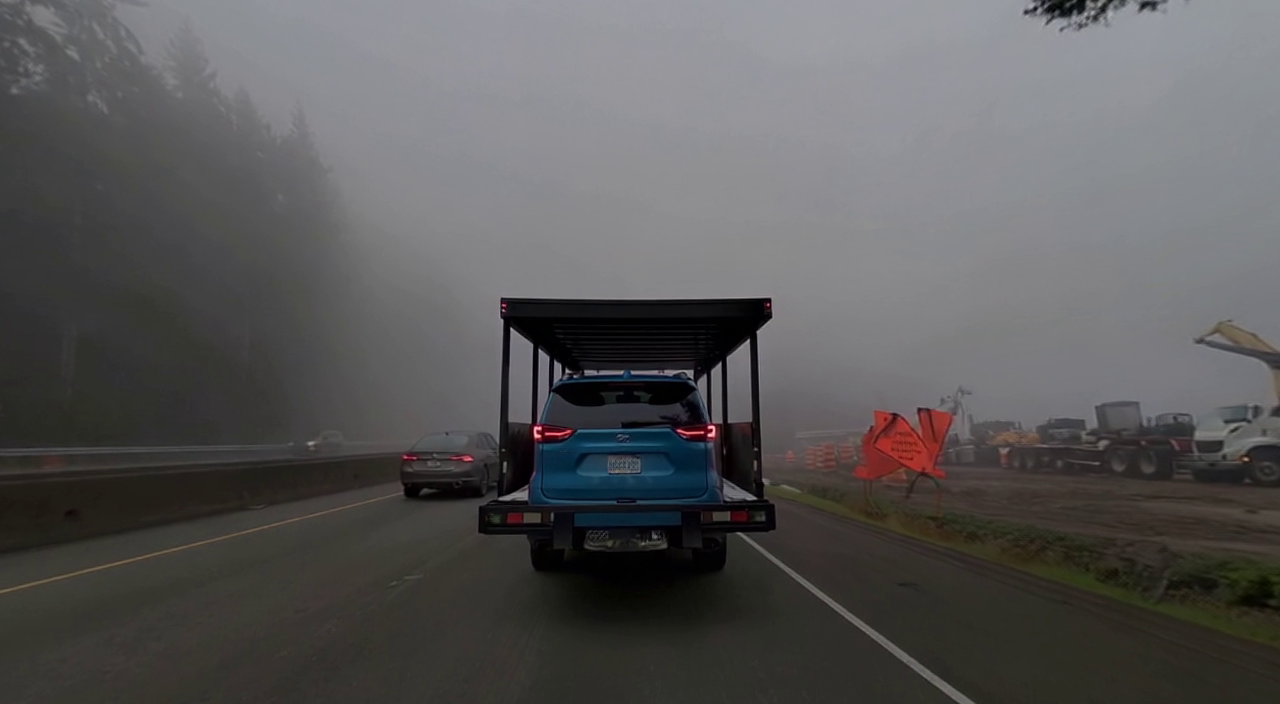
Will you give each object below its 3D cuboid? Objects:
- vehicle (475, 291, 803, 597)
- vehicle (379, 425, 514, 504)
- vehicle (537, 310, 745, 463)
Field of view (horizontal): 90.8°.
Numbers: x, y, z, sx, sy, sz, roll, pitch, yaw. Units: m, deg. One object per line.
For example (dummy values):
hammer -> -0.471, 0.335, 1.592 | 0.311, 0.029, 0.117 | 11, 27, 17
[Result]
vehicle -> -0.182, 1.523, 10.610 | 2.735, 2.597, 10.435 | 0, -9, -2
vehicle -> -4.586, 2.736, 15.826 | 2.057, 1.665, 4.572 | 0, -9, -2
vehicle -> -0.064, 0.701, 8.970 | 2.156, 1.604, 4.680 | 0, -9, -2
